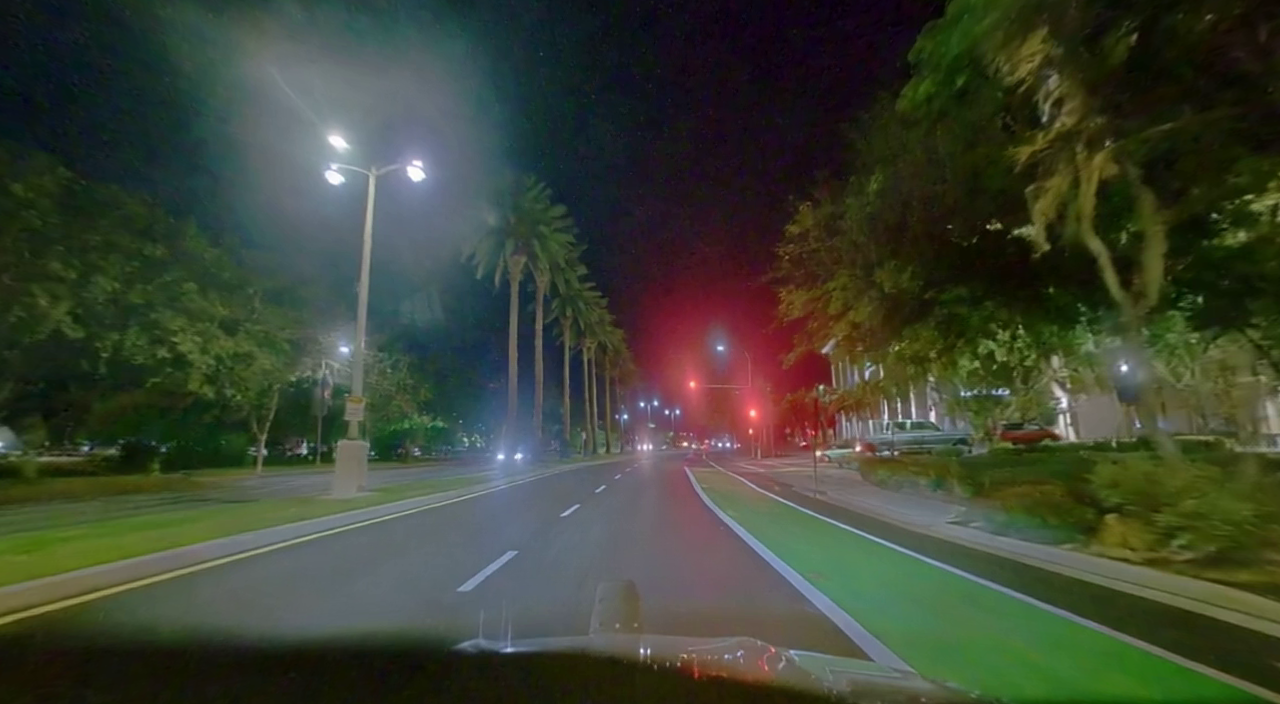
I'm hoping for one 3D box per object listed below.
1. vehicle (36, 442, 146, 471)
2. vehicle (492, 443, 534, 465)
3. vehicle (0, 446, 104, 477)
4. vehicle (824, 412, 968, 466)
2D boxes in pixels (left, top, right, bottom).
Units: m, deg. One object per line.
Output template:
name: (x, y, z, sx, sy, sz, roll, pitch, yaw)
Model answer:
vehicle: (-29.896, 5.670, 34.503, 4.143, 1.501, 1.929, 0, -8, 0)
vehicle: (-9.390, 7.574, 47.097, 1.925, 1.492, 4.200, -1, -9, 5)
vehicle: (-29.987, 5.440, 31.477, 4.683, 1.446, 2.037, 0, -8, 0)
vehicle: (15.549, 5.311, 38.698, 7.635, 3.131, 2.691, 0, -9, -4)
